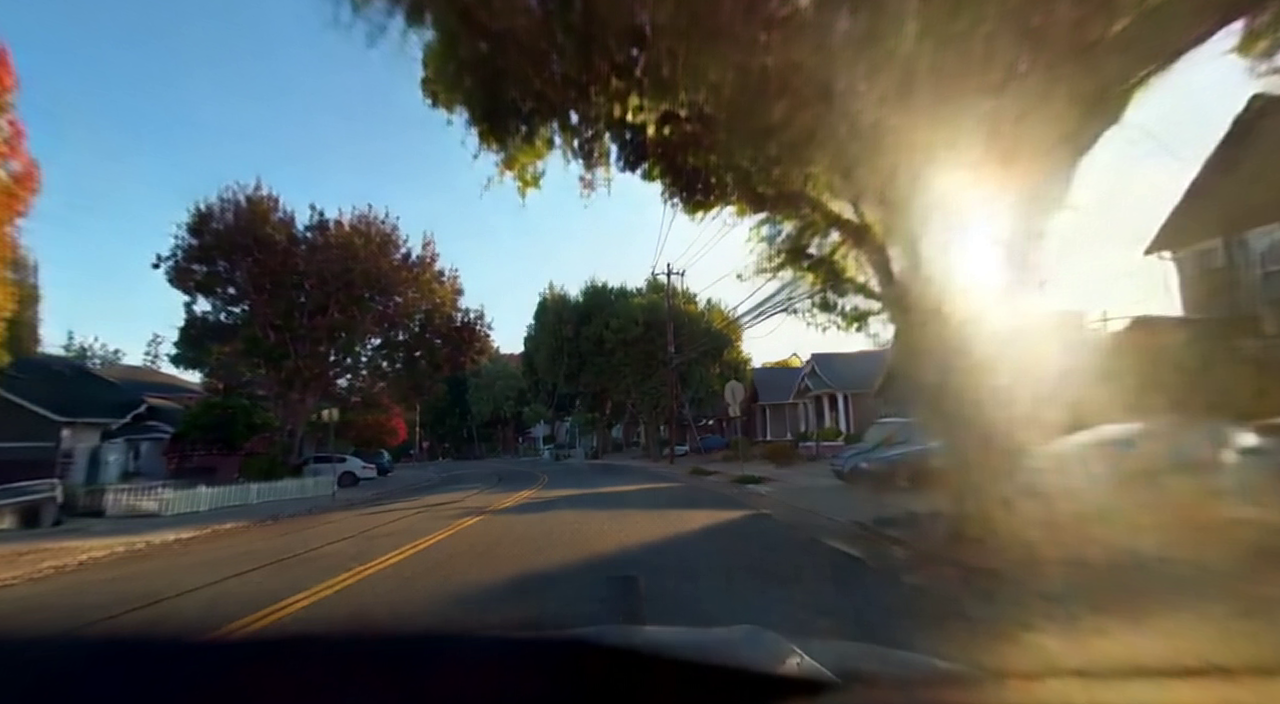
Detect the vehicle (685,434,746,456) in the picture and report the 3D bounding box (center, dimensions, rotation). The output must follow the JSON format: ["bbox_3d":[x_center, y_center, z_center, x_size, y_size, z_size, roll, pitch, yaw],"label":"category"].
[{"bbox_3d":[5.895,7.305,49.749,4.566,1.623,1.906,0,-8,-2],"label":"vehicle"}]

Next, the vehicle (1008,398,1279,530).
[{"bbox_3d":[7.599,1.495,8.712,3.851,1.581,1.858,0,-8,-2],"label":"vehicle"}]

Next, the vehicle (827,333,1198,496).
[{"bbox_3d":[8.484,1.475,14.922,7.115,3.010,2.378,-4,-8,-5],"label":"vehicle"}]

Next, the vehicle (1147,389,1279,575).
[{"bbox_3d":[7.629,1.040,5.633,4.412,1.565,1.957,-3,-8,0],"label":"vehicle"}]

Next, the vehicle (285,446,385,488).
[{"bbox_3d":[-12.619,4.766,26.503,2.390,1.431,4.253,0,-7,-5],"label":"vehicle"}]
